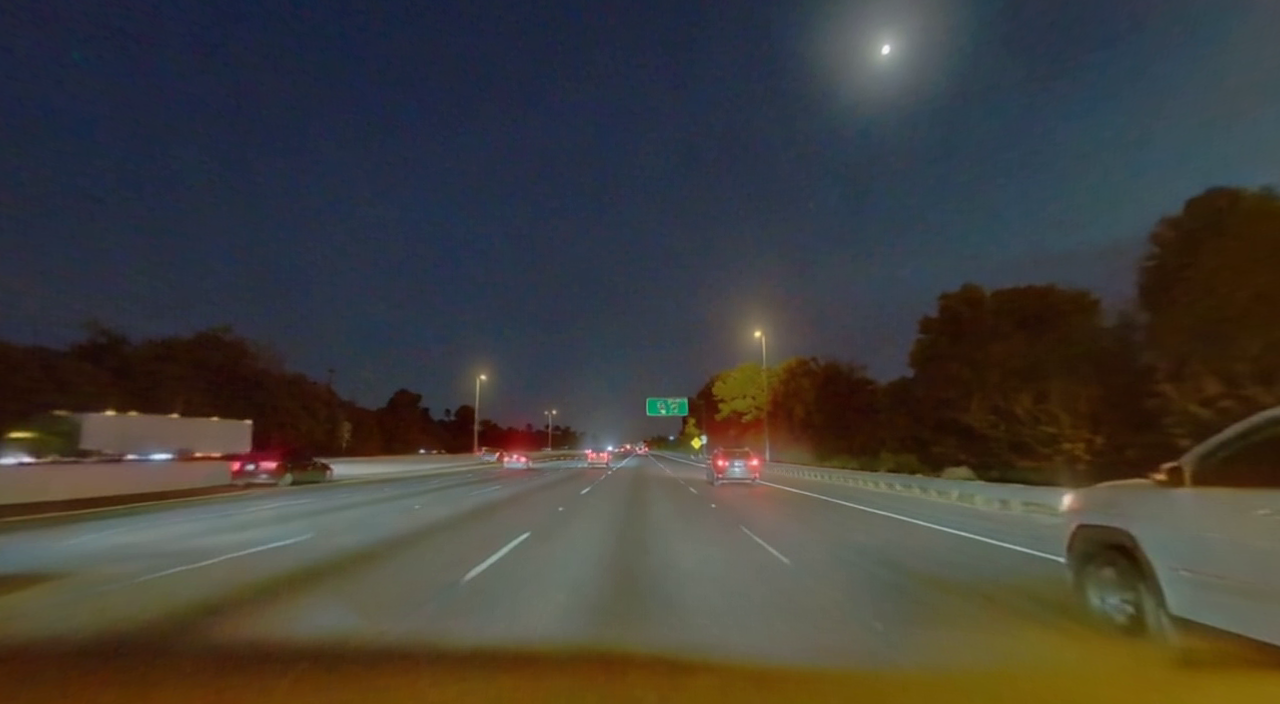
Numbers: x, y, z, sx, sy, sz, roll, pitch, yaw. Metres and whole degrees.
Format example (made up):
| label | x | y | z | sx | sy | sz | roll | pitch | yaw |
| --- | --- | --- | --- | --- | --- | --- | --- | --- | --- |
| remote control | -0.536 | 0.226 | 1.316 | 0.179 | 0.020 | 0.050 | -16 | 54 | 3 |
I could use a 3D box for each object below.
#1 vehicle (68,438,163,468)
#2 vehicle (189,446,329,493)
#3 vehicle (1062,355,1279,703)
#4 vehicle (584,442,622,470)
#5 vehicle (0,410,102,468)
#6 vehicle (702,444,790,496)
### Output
| label | x | y | z | sx | sy | sz | roll | pitch | yaw |
| --- | --- | --- | --- | --- | --- | --- | --- | --- | --- |
| vehicle | -28.102 | 5.408 | 33.918 | 1.713 | 1.511 | 3.883 | 0 | -8 | 0 |
| vehicle | -13.796 | 4.244 | 23.260 | 1.959 | 1.520 | 5.068 | 0 | -9 | 0 |
| vehicle | 4.372 | 0.785 | 2.388 | 2.218 | 1.776 | 4.807 | 0 | -9 | 1 |
| vehicle | -2.701 | 7.751 | 47.210 | 2.449 | 1.929 | 5.503 | 0 | -9 | 0 |
| vehicle | -39.352 | 5.614 | 40.912 | 2.918 | 3.456 | 6.334 | 1 | -8 | 0 |
| vehicle | 3.378 | 3.865 | 21.002 | 2.126 | 1.529 | 4.438 | 0 | -9 | -1 |
